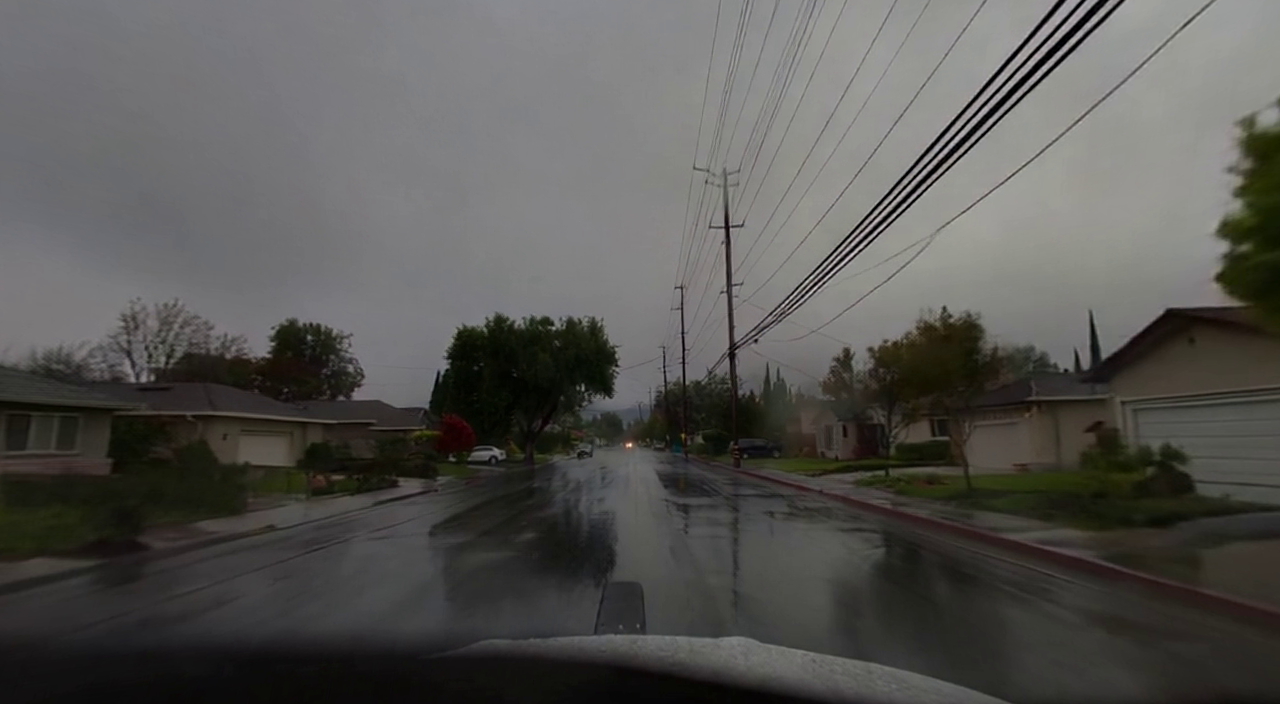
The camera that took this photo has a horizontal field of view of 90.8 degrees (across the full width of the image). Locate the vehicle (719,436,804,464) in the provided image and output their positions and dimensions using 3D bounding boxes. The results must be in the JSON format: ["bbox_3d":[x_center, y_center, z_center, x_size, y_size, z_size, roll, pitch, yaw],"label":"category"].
[{"bbox_3d":[9.239,7.493,48.487,5.890,1.896,2.459,-1,-8,-3],"label":"vehicle"}]

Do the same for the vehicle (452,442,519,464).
[{"bbox_3d":[-11.114,7.299,45.598,4.371,1.482,1.954,0,-9,-2],"label":"vehicle"}]
